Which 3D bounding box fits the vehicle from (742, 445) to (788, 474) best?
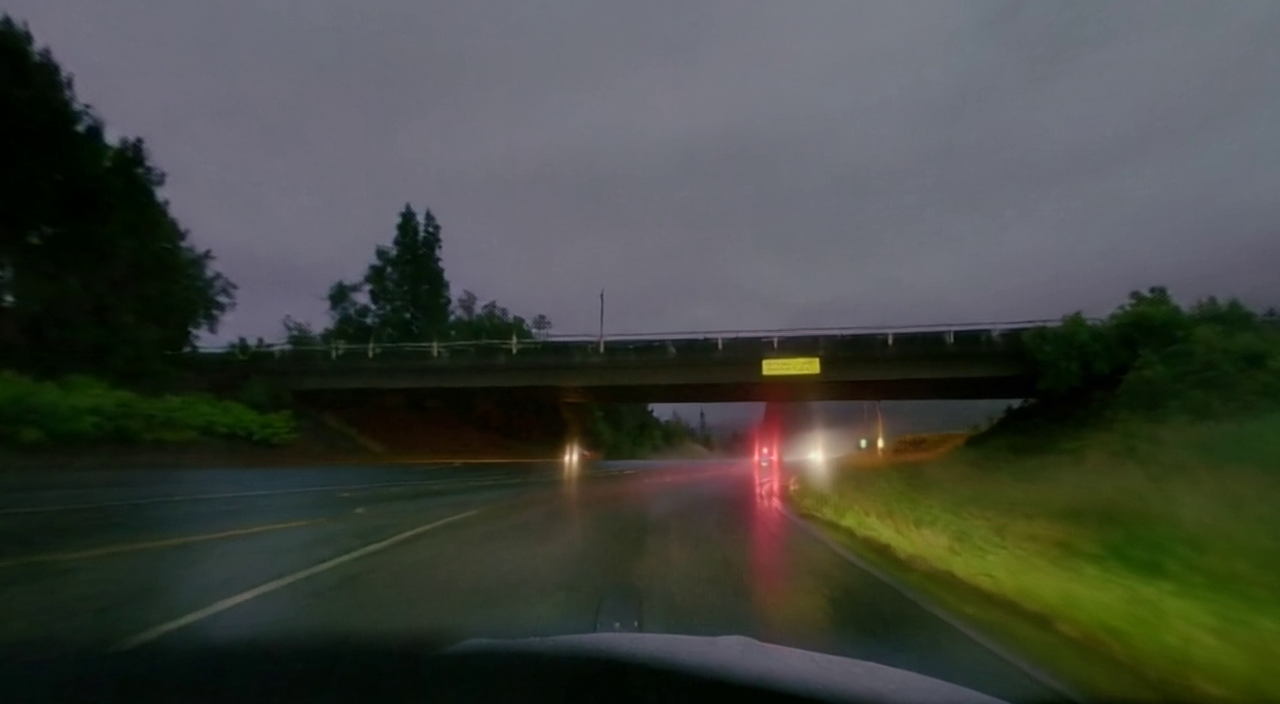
[{"bbox_3d":[6.809,5.809,34.021,1.980,1.449,3.650,-3,-9,18],"label":"vehicle"}]
